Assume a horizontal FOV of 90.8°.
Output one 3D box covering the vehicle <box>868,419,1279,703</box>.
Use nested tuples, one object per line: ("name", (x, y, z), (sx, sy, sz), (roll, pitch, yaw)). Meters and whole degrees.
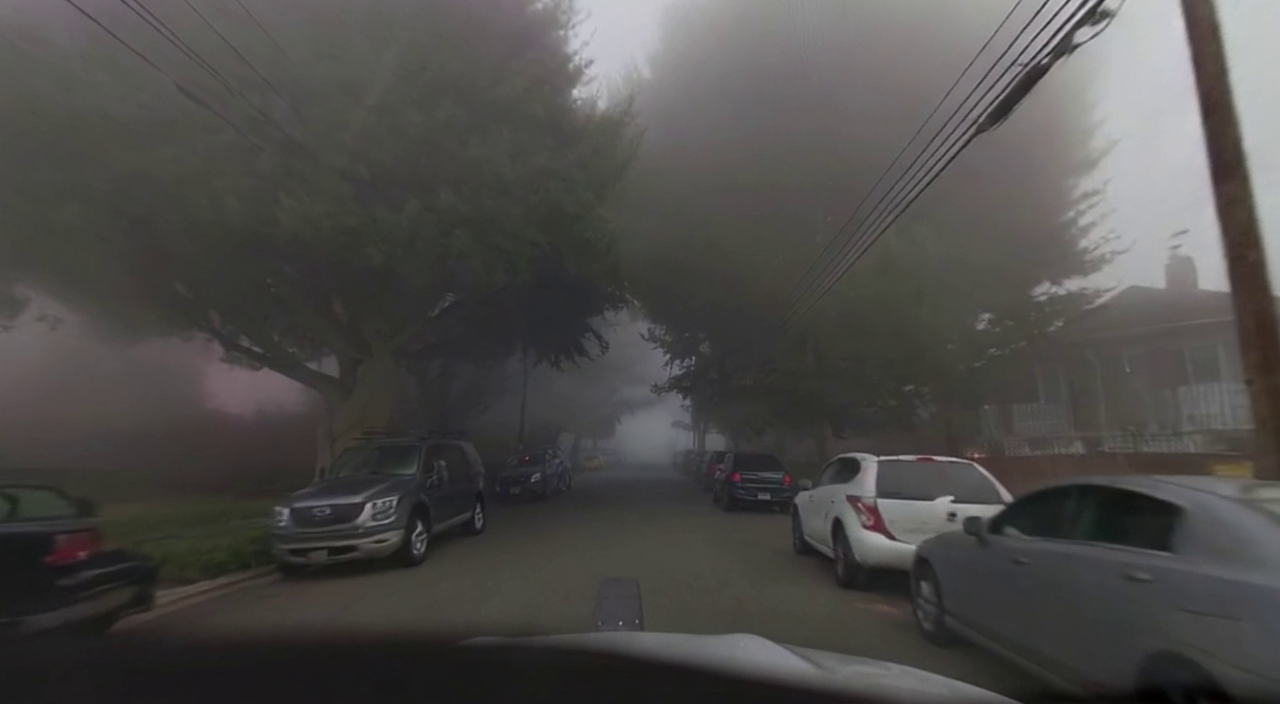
("vehicle", (2.987, 1.184, 3.489), (1.878, 1.491, 4.495), (0, -8, 1))

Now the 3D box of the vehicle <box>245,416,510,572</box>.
("vehicle", (-3.859, 2.180, 10.634), (2.280, 1.953, 5.092), (0, -8, 0))

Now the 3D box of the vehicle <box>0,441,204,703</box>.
("vehicle", (-6.137, 1.384, 4.280), (4.816, 1.519, 1.920), (0, -9, -4))

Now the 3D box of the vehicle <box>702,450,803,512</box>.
("vehicle", (3.007, 3.547, 17.949), (1.952, 1.469, 4.776), (0, -8, 0))

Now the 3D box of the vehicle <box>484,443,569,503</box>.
("vehicle", (-3.699, 4.019, 21.490), (2.014, 1.780, 4.757), (0, -8, 0))
